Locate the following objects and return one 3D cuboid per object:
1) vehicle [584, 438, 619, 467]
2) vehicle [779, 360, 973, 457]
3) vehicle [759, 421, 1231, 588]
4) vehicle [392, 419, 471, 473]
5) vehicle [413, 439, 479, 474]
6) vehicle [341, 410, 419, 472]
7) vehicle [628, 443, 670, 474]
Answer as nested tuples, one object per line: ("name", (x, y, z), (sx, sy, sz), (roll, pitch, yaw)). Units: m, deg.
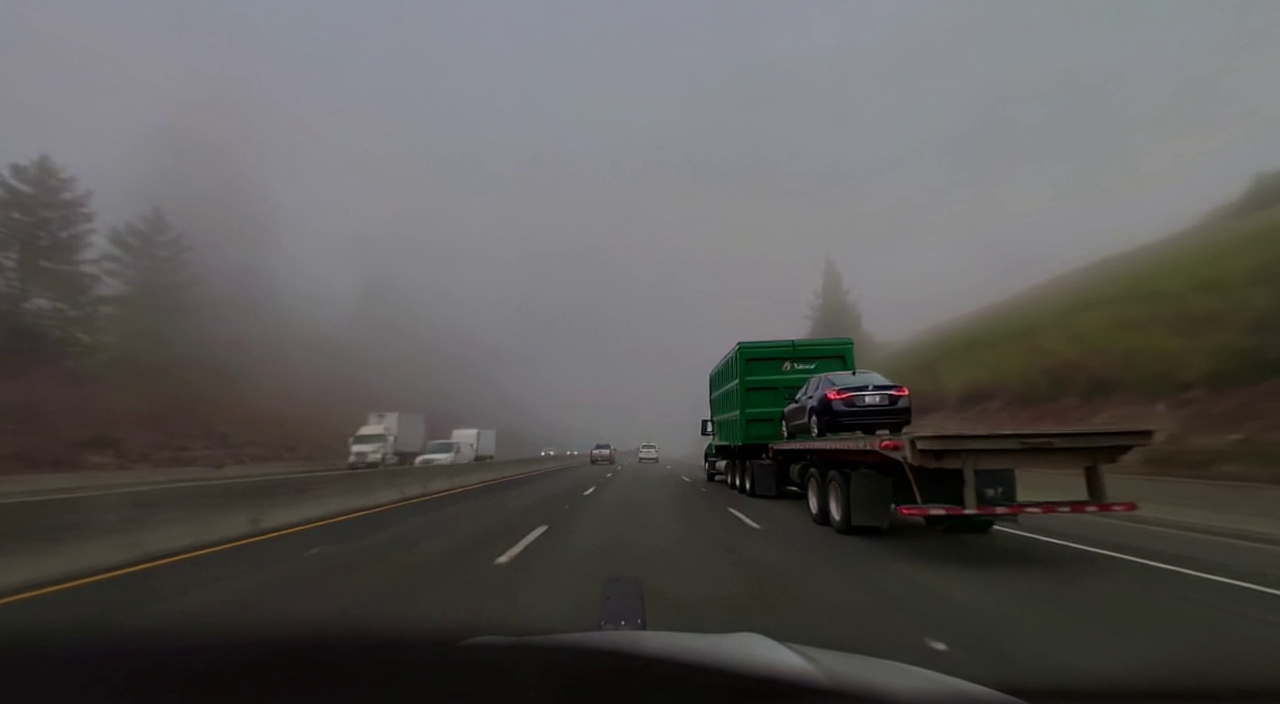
("vehicle", (-2.781, 7.397, 46.432), (2.142, 2.044, 4.446), (-1, -9, 2))
("vehicle", (4.203, 1.218, 12.097), (1.968, 1.547, 4.215), (0, -9, -2))
("vehicle", (4.302, 2.221, 10.848), (2.654, 1.574, 9.537), (0, -9, 0))
("vehicle", (-13.845, 6.376, 42.535), (2.877, 3.333, 6.800), (0, -9, 0))
("vehicle", (-10.451, 5.691, 34.365), (2.030, 1.776, 4.514), (0, -9, 2))
("vehicle", (-18.248, 6.360, 44.750), (2.906, 4.042, 5.850), (0, -9, 0))
("vehicle", (0.477, 5.604, 33.319), (2.086, 1.497, 3.681), (0, -9, 1))
